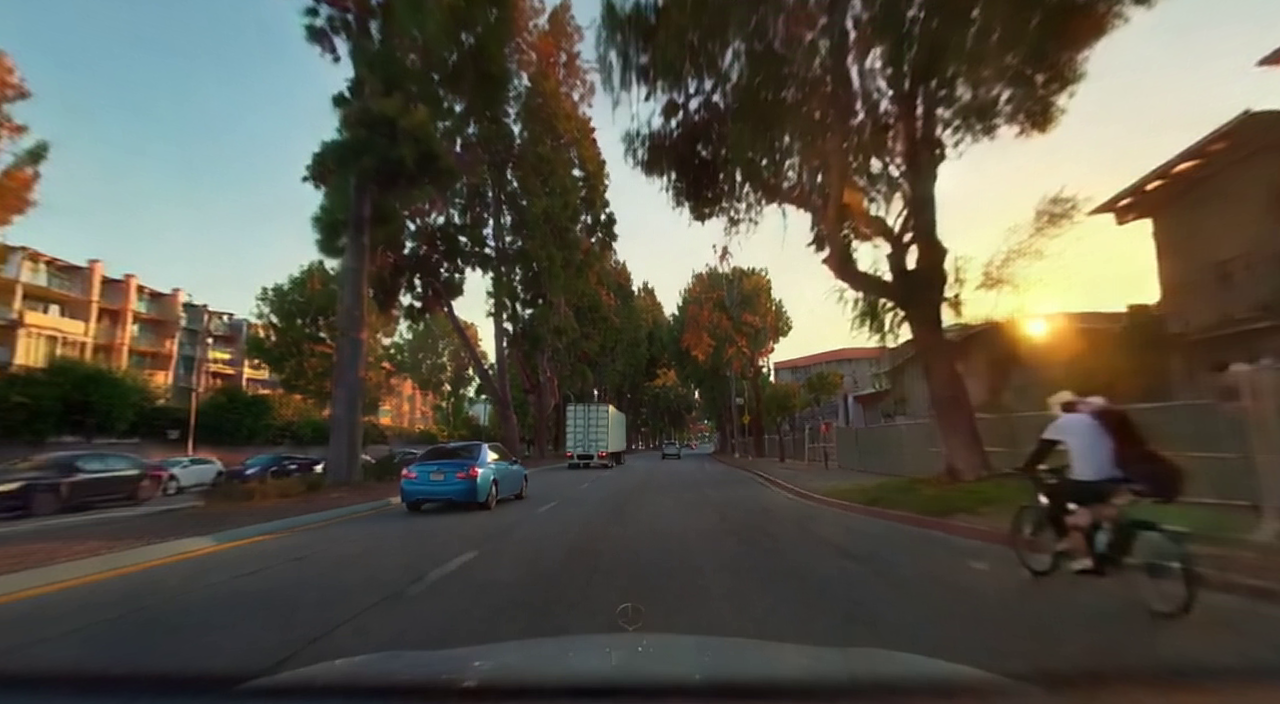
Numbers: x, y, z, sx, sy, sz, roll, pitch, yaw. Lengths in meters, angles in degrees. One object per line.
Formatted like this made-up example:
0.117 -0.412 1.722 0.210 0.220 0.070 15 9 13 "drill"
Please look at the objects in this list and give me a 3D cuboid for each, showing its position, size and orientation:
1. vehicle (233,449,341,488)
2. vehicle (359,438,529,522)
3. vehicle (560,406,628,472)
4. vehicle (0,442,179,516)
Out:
-15.092 4.967 27.297 1.837 1.464 4.728 -1 -8 2 "vehicle"
-3.846 2.575 13.306 2.005 1.462 4.345 -1 -8 3 "vehicle"
-2.389 4.955 35.768 2.746 3.276 8.572 -1 -8 3 "vehicle"
-15.071 3.279 16.857 1.946 1.688 4.560 0 -8 0 "vehicle"
